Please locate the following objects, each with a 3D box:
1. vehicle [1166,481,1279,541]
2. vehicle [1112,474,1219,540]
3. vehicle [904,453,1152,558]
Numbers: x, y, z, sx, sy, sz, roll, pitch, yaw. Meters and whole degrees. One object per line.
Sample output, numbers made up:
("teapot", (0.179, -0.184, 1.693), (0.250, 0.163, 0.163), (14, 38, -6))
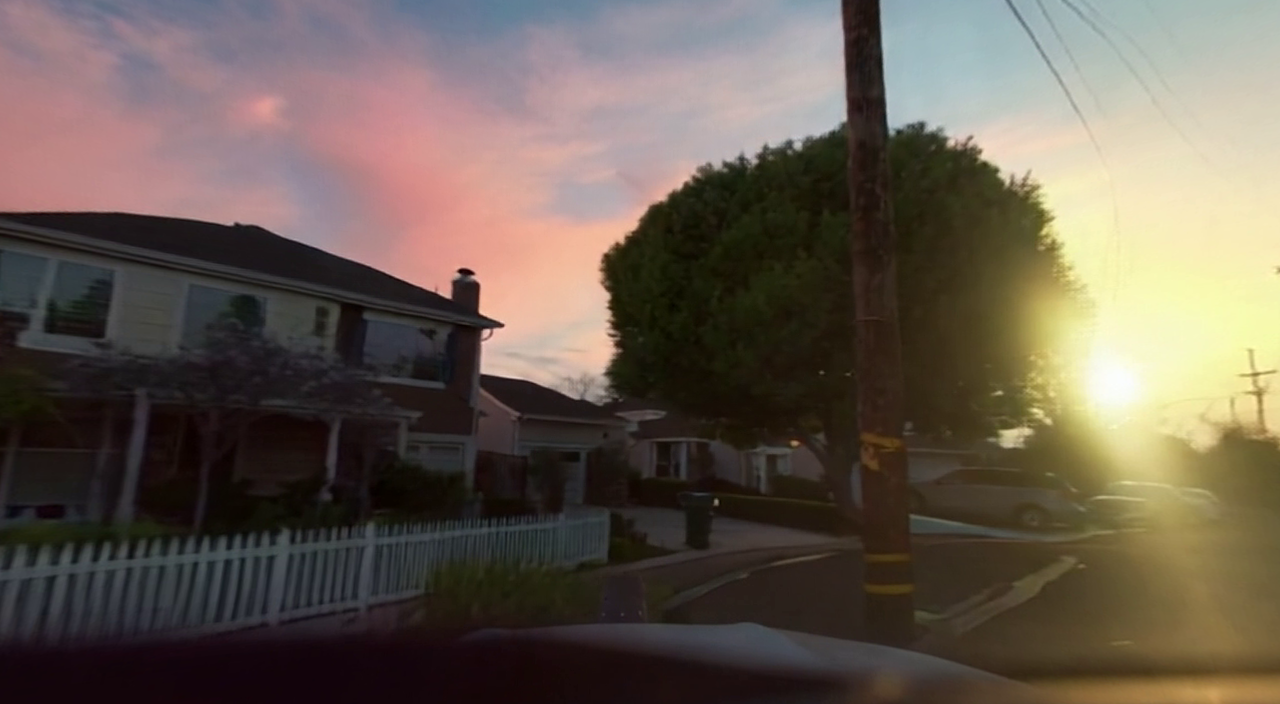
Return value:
("vehicle", (21.268, 5.685, 22.976), (4.924, 1.717, 2.334), (7, -14, -41))
("vehicle", (16.533, 4.717, 19.775), (2.081, 1.589, 4.691), (-8, -12, 43))
("vehicle", (9.148, 3.461, 15.116), (2.471, 1.595, 4.537), (8, -6, -43))
